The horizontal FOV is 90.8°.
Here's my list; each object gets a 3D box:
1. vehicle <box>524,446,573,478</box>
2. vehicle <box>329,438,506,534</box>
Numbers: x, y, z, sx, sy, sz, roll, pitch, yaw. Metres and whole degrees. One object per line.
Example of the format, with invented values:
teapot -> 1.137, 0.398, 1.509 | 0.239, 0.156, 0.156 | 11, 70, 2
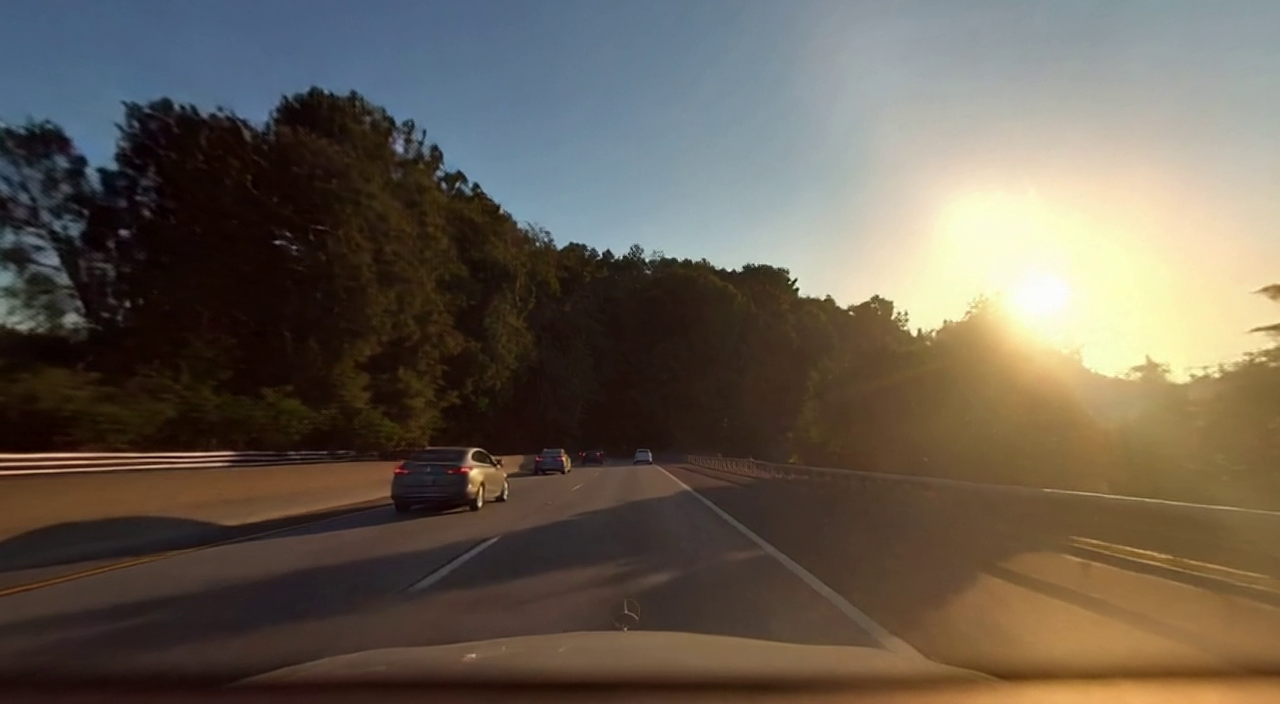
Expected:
vehicle -> -4.542, 5.530, 31.993 | 1.838, 1.508, 4.317 | 0, -9, 0
vehicle -> -3.914, 2.404, 11.891 | 1.897, 1.481, 3.859 | 0, -9, 0
